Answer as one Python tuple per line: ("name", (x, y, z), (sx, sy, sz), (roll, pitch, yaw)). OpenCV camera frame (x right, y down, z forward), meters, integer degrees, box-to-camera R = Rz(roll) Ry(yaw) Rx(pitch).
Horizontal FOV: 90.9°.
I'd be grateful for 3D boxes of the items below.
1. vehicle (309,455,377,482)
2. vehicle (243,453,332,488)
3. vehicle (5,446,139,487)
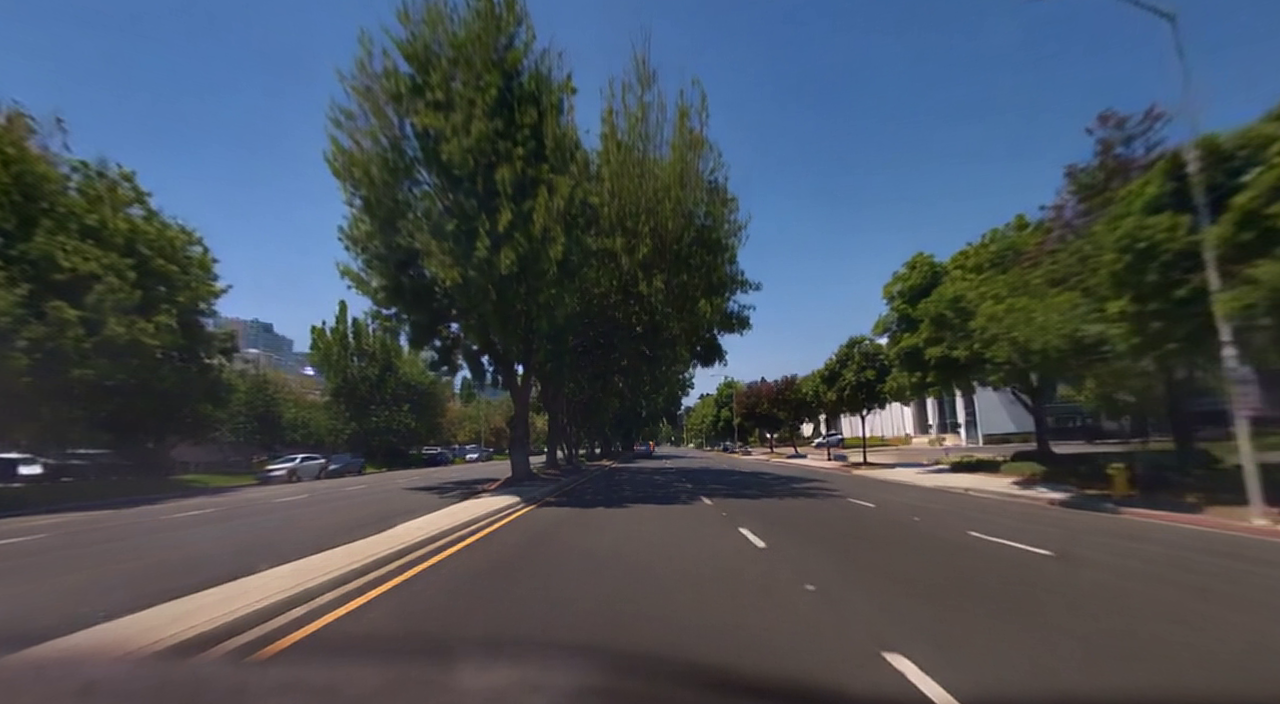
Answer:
("vehicle", (-18.631, 7.281, 39.772), (1.861, 1.499, 4.535), (-1, -8, 3))
("vehicle", (-18.923, 6.347, 34.124), (1.959, 1.682, 4.628), (-1, -8, 2))
("vehicle", (-26.764, 5.378, 29.834), (4.261, 1.781, 1.985), (0, -8, -4))
